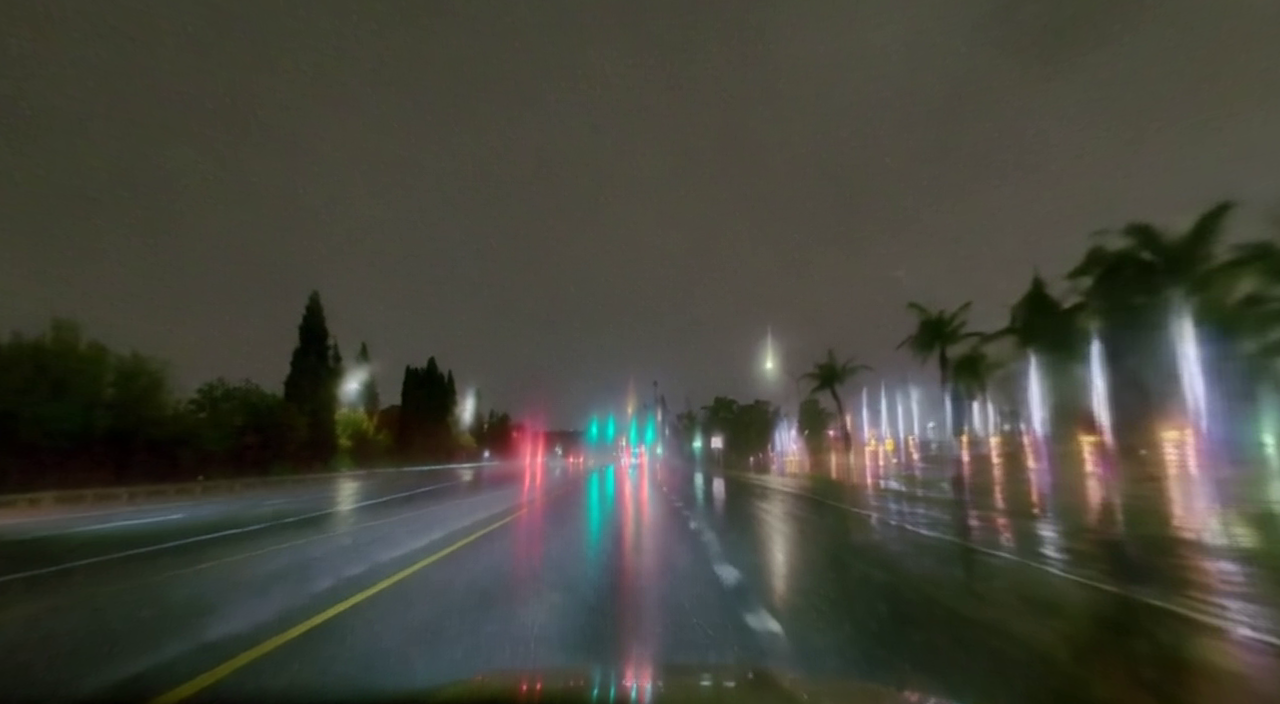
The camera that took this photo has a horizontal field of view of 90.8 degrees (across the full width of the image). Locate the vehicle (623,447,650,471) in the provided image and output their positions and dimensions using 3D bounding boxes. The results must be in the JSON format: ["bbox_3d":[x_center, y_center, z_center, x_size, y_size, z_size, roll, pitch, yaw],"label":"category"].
[{"bbox_3d":[-0.319,8.320,49.308,2.001,1.688,4.128,0,-8,-2],"label":"vehicle"}]
